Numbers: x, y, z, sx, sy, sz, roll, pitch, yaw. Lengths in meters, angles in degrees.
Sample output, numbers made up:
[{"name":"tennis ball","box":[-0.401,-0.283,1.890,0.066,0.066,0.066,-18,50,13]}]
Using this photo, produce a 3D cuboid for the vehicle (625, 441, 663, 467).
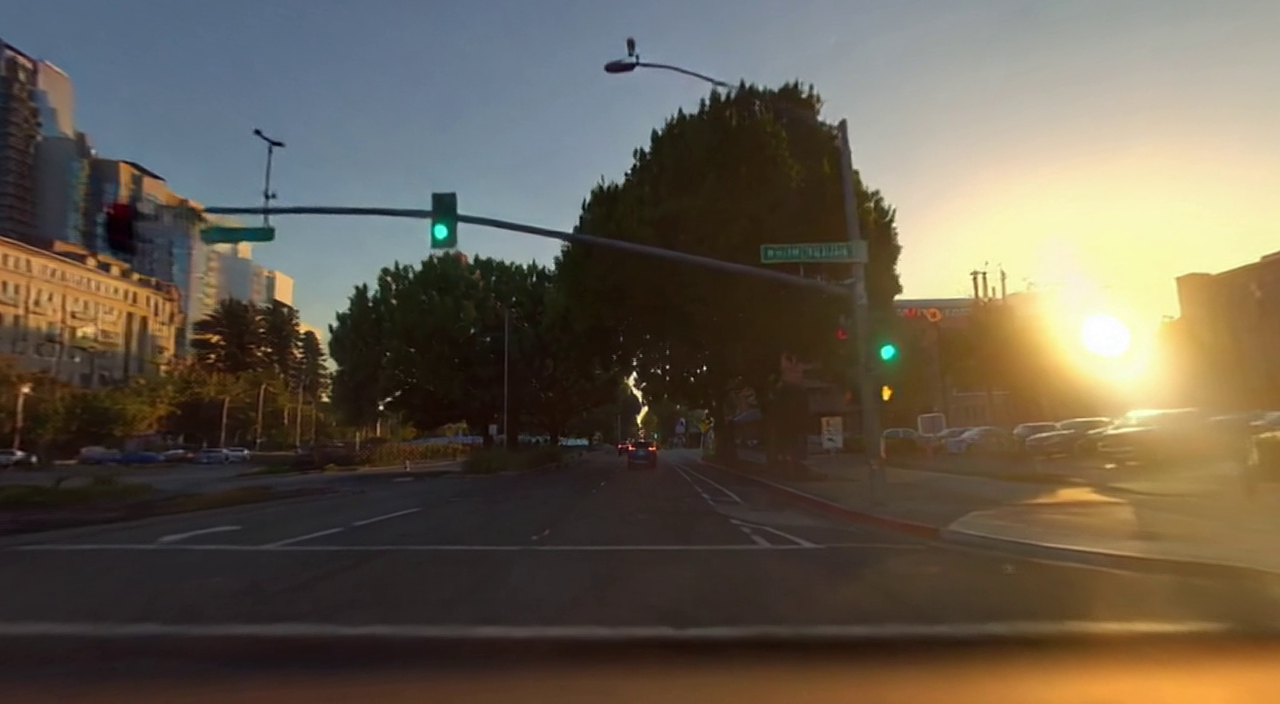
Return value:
[{"name":"vehicle","box":[0.231,6.104,38.002,2.115,1.461,3.976,0,-9,0]}]
